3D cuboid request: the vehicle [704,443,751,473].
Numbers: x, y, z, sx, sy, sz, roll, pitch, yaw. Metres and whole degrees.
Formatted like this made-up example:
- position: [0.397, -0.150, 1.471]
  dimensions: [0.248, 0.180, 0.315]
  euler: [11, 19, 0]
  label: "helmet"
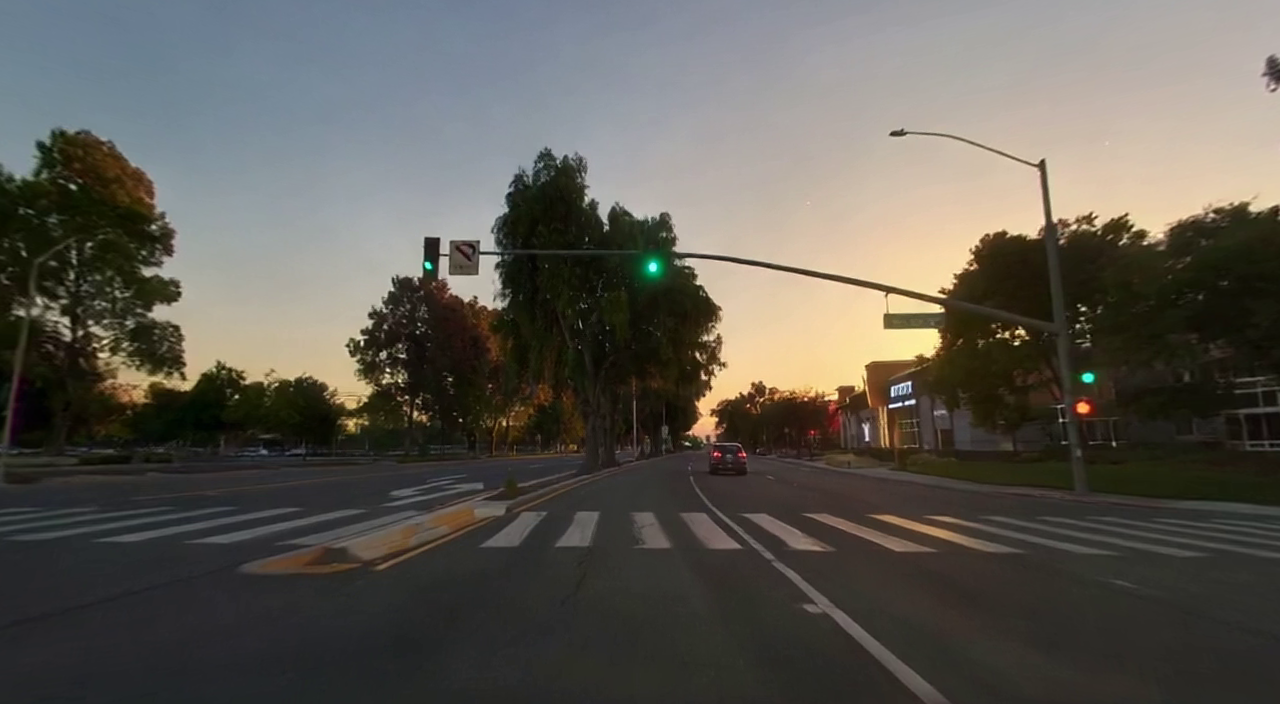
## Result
- position: [4.666, 5.748, 34.307]
  dimensions: [2.015, 1.479, 4.444]
  euler: [0, -9, 1]
  label: "vehicle"
